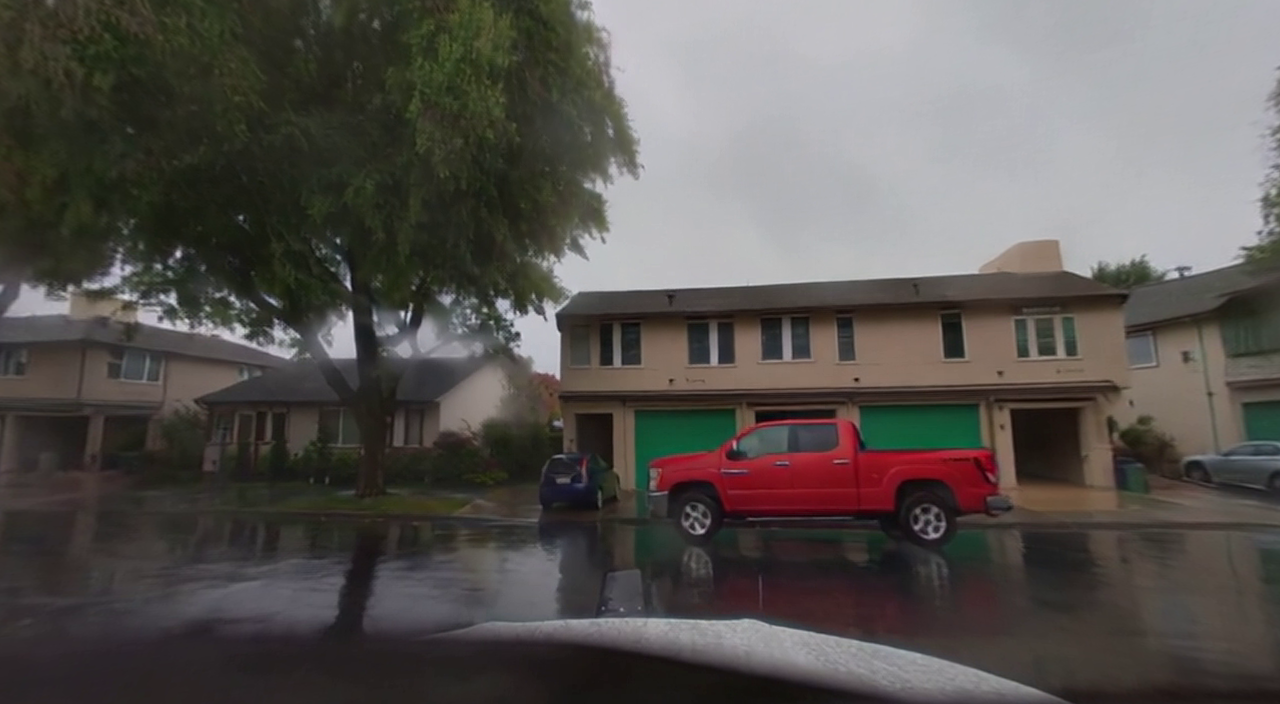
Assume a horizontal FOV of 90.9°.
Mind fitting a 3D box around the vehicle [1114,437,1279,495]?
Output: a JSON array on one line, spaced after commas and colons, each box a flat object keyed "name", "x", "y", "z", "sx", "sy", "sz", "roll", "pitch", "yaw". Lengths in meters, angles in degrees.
[{"name": "vehicle", "x": 18.946, "y": 3.742, "z": 21.011, "sx": 4.383, "sy": 1.784, "sz": 2.211, "roll": -2, "pitch": -8, "yaw": 9}]

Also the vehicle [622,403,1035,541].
[{"name": "vehicle", "x": 2.670, "y": 1.841, "z": 10.040, "sx": 5.600, "sy": 1.835, "sz": 2.161, "roll": -1, "pitch": -8, "yaw": 9}]

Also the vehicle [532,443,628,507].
[{"name": "vehicle", "x": -1.696, "y": 3.623, "z": 19.056, "sx": 1.869, "sy": 1.460, "sz": 3.826, "roll": -5, "pitch": -6, "yaw": 10}]

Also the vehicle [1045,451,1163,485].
[{"name": "vehicle", "x": 21.027, "y": 5.252, "z": 28.730, "sx": 3.897, "sy": 1.416, "sz": 1.703, "roll": -2, "pitch": -8, "yaw": 10}]
